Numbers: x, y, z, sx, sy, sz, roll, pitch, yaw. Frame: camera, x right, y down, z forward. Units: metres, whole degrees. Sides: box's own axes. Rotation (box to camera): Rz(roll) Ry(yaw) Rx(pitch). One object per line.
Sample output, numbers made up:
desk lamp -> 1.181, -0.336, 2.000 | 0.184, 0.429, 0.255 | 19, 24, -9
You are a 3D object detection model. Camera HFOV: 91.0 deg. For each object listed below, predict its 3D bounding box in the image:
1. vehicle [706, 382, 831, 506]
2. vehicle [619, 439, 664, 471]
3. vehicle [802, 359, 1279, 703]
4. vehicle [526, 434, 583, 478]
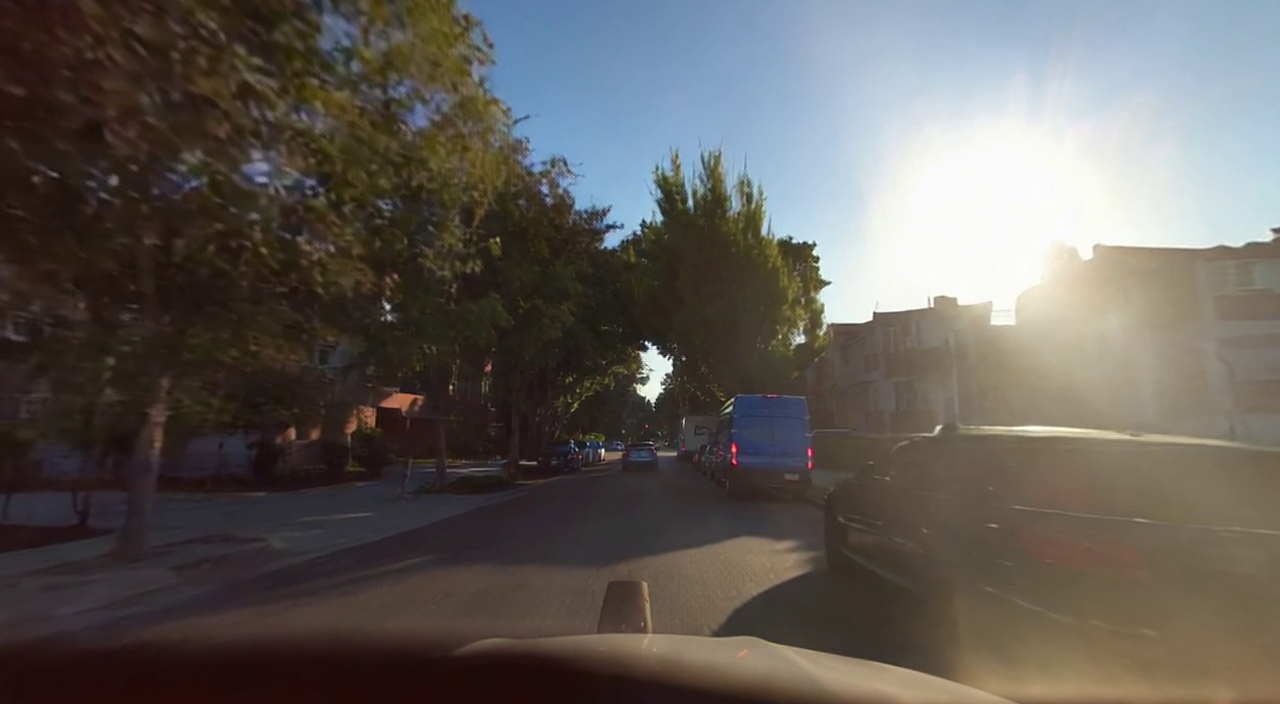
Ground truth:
vehicle -> 3.266, 2.533, 17.518 | 2.245, 2.843, 5.762 | 0, -8, 0
vehicle -> 0.088, 5.124, 31.535 | 2.095, 1.510, 3.605 | 0, -8, 1
vehicle -> 2.871, 1.203, 4.852 | 2.045, 1.728, 4.446 | 0, -8, 0
vehicle -> -3.826, 4.702, 28.908 | 1.951, 1.662, 4.046 | 0, -4, 1
